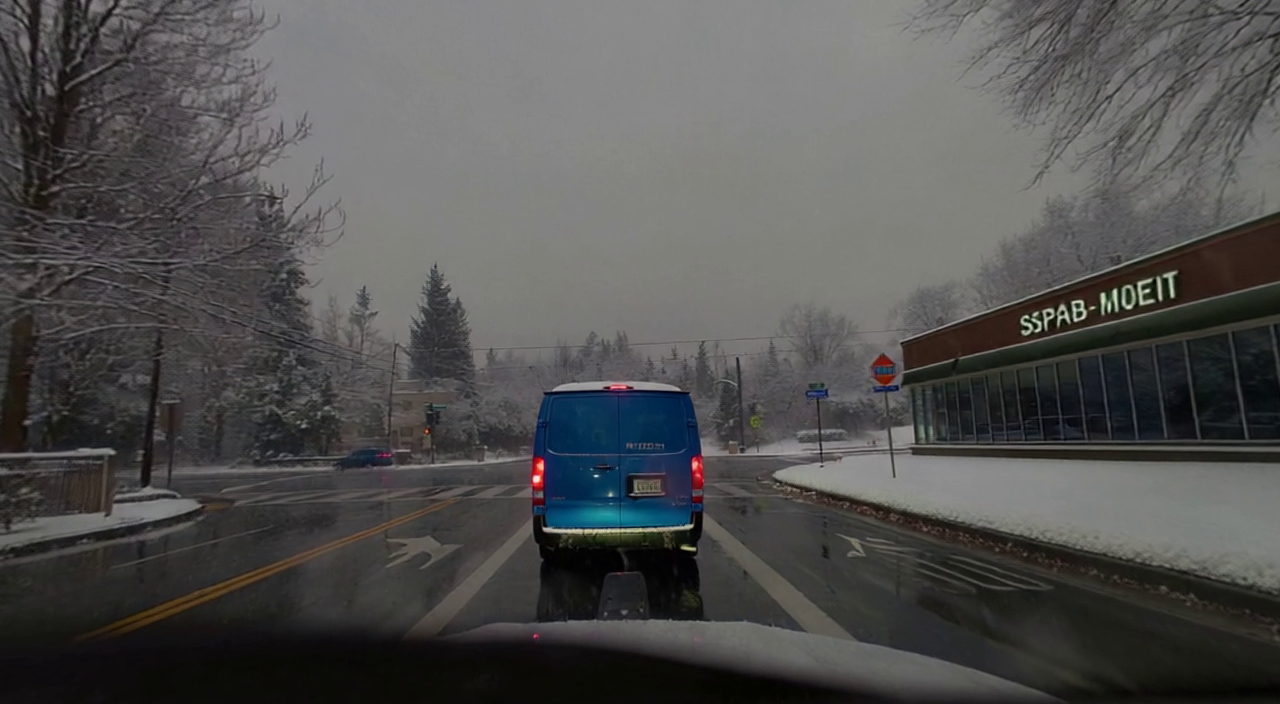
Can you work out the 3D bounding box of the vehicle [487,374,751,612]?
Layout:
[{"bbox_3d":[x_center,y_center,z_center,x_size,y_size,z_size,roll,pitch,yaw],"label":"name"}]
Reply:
[{"bbox_3d":[-0.297,1.462,7.290,2.181,1.949,3.932,1,-9,-4],"label":"vehicle"}]
